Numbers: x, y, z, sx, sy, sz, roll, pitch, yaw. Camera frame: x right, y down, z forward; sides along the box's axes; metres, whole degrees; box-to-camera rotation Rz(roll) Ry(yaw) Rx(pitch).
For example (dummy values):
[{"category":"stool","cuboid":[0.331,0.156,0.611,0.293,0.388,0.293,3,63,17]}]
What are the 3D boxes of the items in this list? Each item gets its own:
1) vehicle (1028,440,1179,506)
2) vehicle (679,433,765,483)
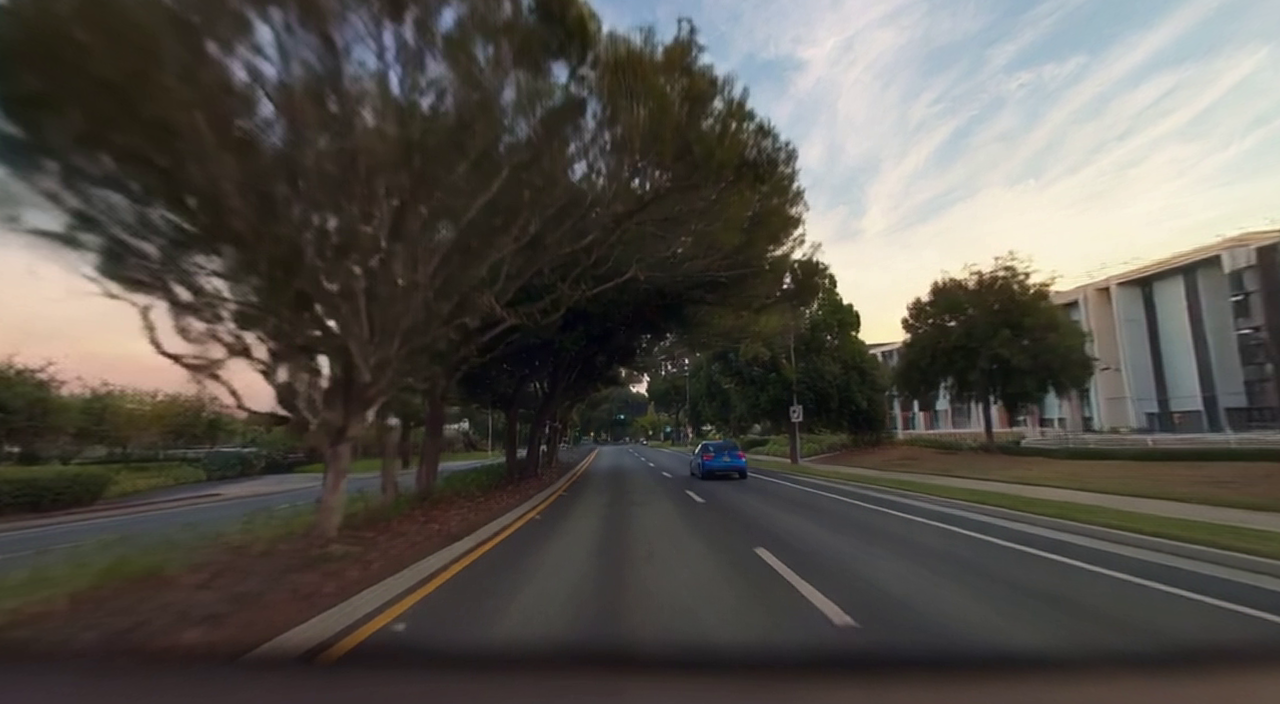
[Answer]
[{"category":"vehicle","cuboid":[20.877,5.521,28.687,5.101,1.694,2.158,10,-23,1]},{"category":"vehicle","cuboid":[2.607,3.494,21.223,2.114,1.493,4.430,0,-8,-2]}]
